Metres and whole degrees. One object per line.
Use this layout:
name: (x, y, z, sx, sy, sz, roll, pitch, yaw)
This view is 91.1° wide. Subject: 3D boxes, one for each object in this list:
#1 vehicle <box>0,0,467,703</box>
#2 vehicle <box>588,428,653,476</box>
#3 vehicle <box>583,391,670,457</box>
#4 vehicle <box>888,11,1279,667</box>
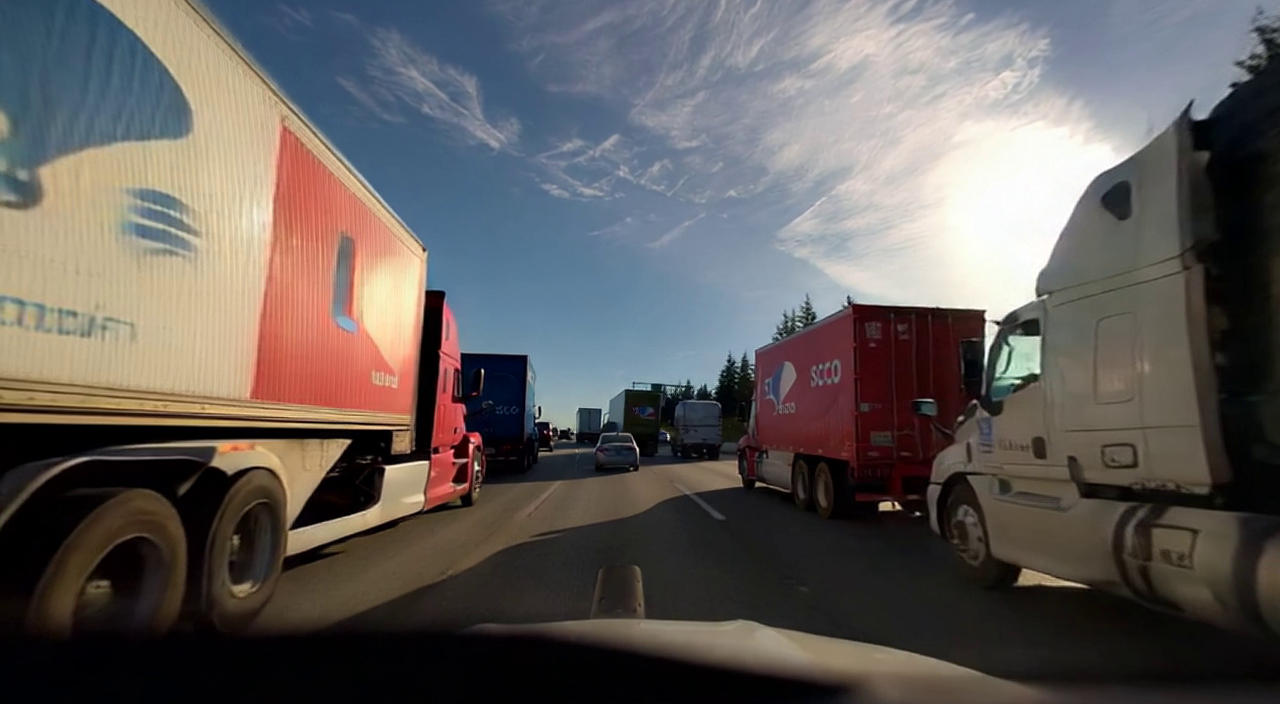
vehicle: (-3.800, 0.090, 4.657, 2.822, 3.788, 8.799, 0, -8, -2)
vehicle: (-0.826, 3.557, 22.803, 2.060, 1.540, 4.374, 1, -8, -6)
vehicle: (-1.416, 5.394, 46.161, 2.899, 4.112, 13.912, 2, -8, -16)
vehicle: (5.222, -0.022, 4.563, 2.992, 3.986, 5.841, 3, -8, -22)
